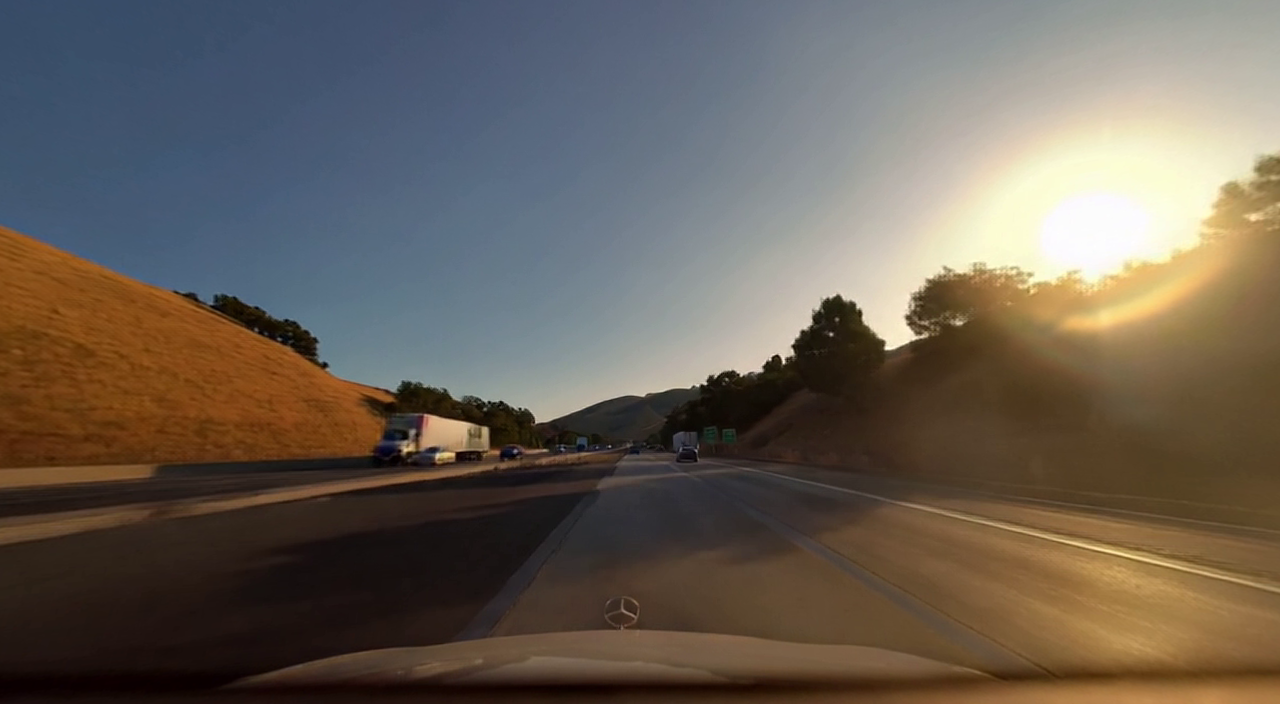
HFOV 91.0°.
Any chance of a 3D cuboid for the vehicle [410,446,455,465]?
[{"bbox_3d":[-16.305,8.132,49.669,1.888,1.462,4.599,-1,-8,2],"label":"vehicle"}]
